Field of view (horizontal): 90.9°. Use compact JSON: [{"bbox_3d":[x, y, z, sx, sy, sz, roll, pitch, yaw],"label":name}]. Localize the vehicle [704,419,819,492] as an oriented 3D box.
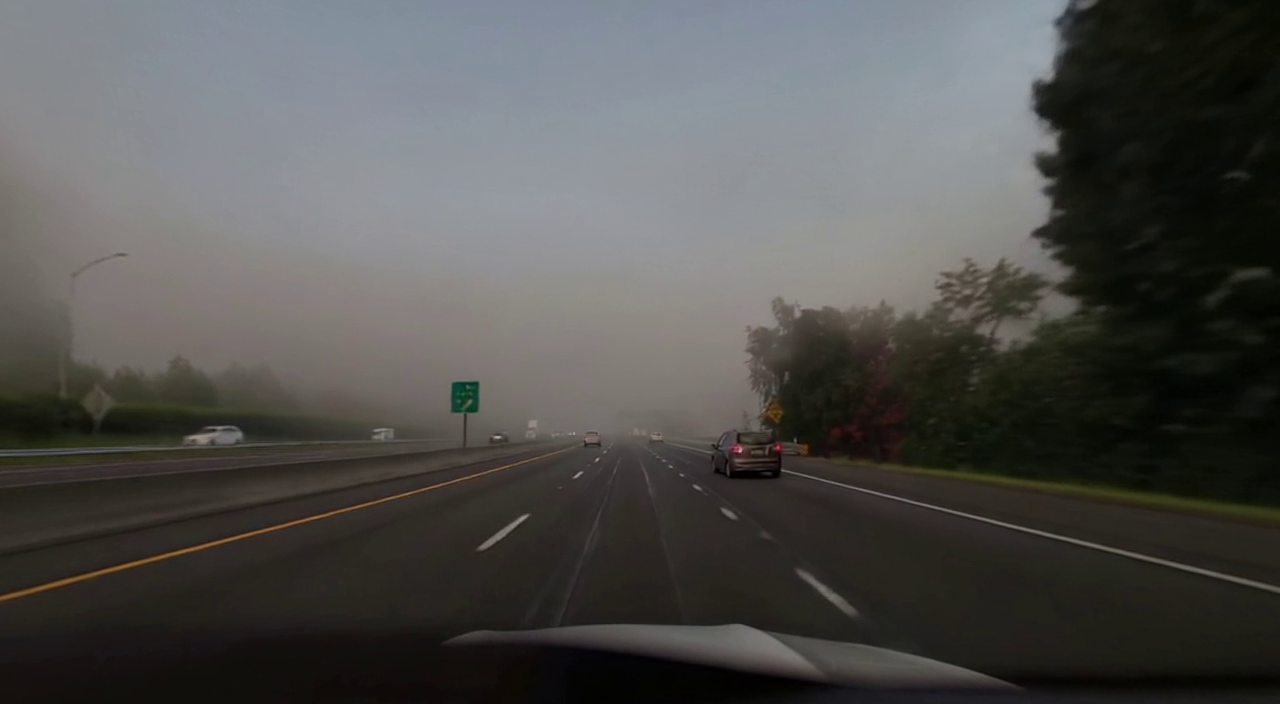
[{"bbox_3d":[2.962,2.646,16.423,2.022,1.637,4.229,0,-8,-2],"label":"vehicle"}]
